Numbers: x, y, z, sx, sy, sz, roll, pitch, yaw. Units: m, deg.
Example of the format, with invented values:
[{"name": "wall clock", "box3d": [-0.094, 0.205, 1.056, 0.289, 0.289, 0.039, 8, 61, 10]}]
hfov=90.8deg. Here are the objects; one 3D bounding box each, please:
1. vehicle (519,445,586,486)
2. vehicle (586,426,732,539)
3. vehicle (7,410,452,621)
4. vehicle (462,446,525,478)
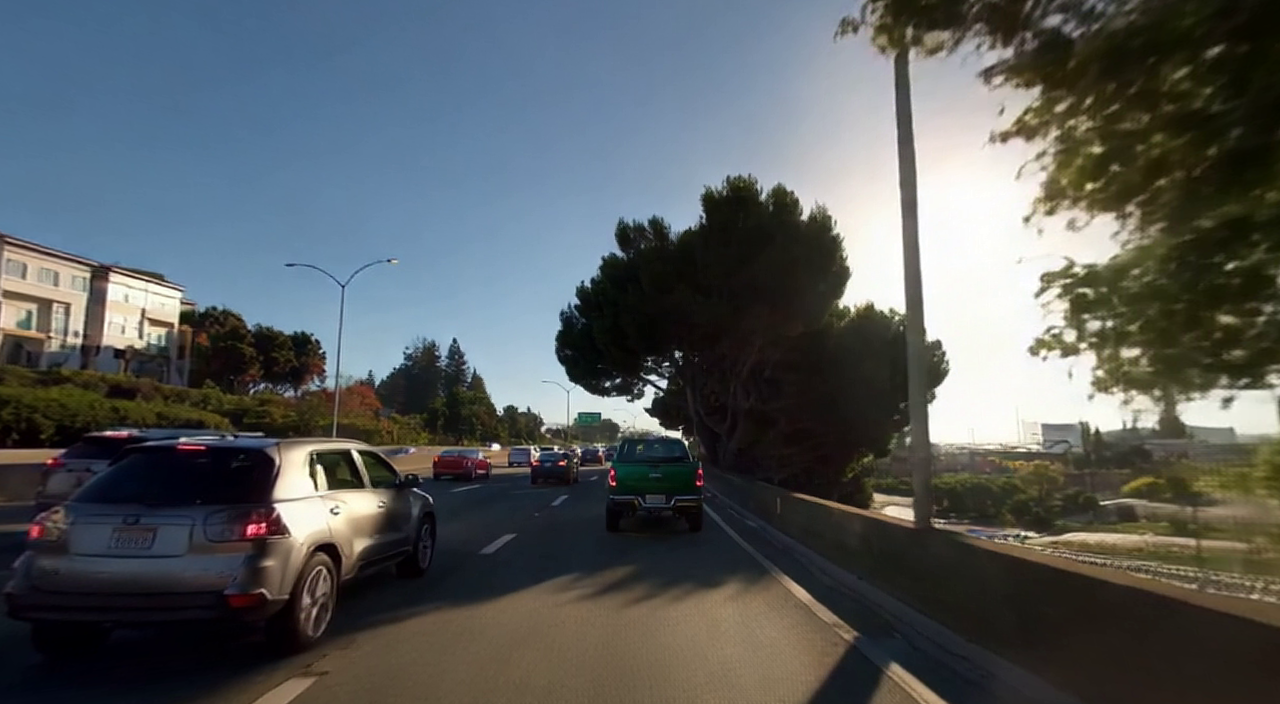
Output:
[{"name": "vehicle", "box3d": [-3.400, 4.483, 25.282, 1.868, 1.470, 4.105, -1, -9, 4]}, {"name": "vehicle", "box3d": [0.327, 2.339, 11.971, 2.235, 1.716, 4.435, 0, -9, 1]}, {"name": "vehicle", "box3d": [-4.036, 1.661, 7.398, 2.076, 1.688, 4.334, -1, -9, 4]}, {"name": "vehicle", "box3d": [-7.284, 5.489, 31.802, 1.856, 1.459, 4.251, -1, -9, 4]}]
